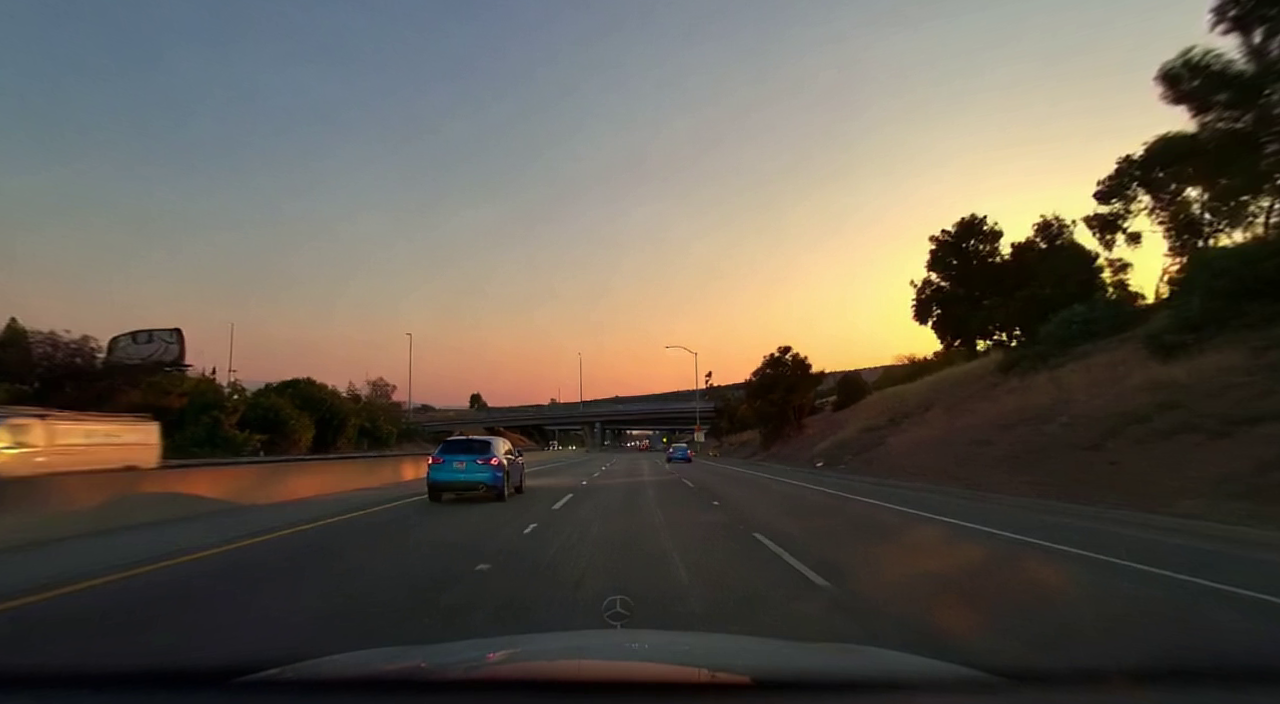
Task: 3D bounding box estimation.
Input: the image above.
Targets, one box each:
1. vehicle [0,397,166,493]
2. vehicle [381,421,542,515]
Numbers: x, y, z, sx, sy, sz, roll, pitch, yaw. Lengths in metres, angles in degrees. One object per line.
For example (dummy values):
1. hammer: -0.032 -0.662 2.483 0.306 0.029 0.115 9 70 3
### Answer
1. vehicle: -23.226 3.551 23.963 3.211 3.197 9.419 0 -9 -1
2. vehicle: -3.789 2.581 14.578 2.205 1.773 5.124 0 -9 0
